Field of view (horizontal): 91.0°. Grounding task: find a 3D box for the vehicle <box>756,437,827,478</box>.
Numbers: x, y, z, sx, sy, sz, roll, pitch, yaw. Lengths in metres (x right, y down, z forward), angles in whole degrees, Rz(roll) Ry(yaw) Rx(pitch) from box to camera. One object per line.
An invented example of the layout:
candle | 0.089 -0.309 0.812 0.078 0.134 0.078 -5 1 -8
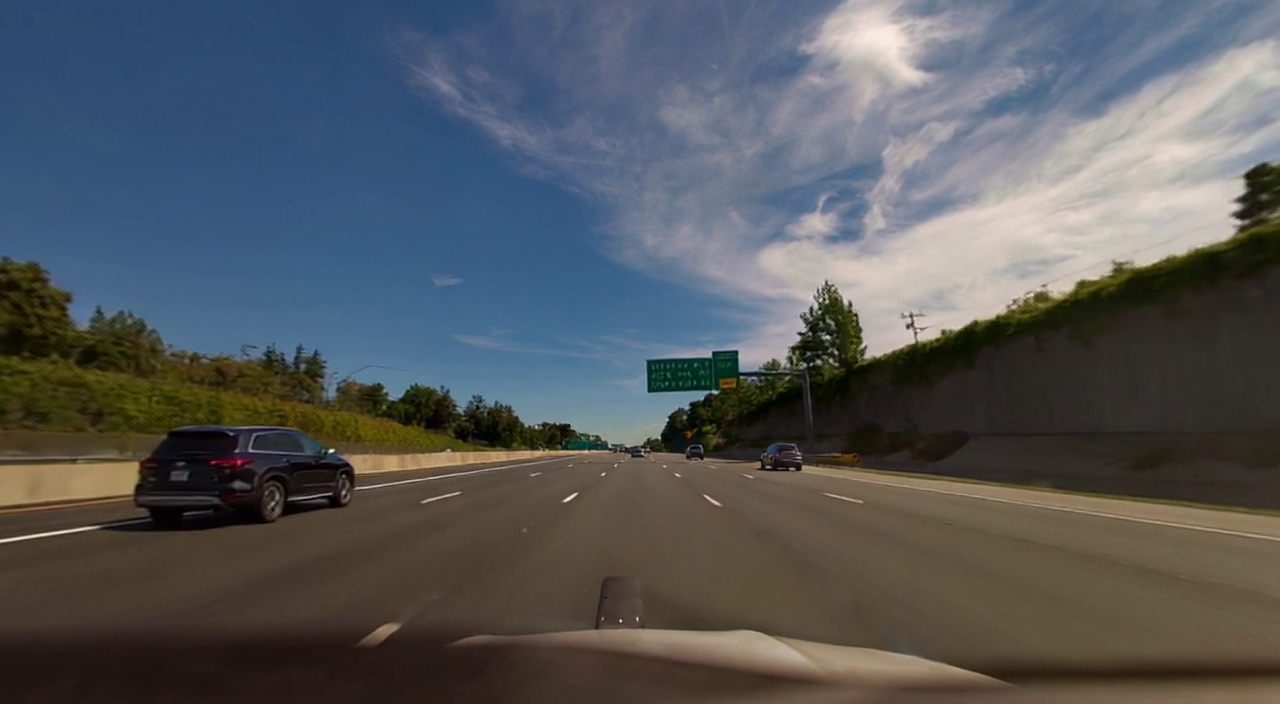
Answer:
vehicle | 7.017 4.953 29.681 2.167 1.781 4.340 0 -9 -1

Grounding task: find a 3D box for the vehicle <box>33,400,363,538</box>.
vehicle | -7.654 2.118 11.906 2.431 2.005 5.166 0 -9 0
